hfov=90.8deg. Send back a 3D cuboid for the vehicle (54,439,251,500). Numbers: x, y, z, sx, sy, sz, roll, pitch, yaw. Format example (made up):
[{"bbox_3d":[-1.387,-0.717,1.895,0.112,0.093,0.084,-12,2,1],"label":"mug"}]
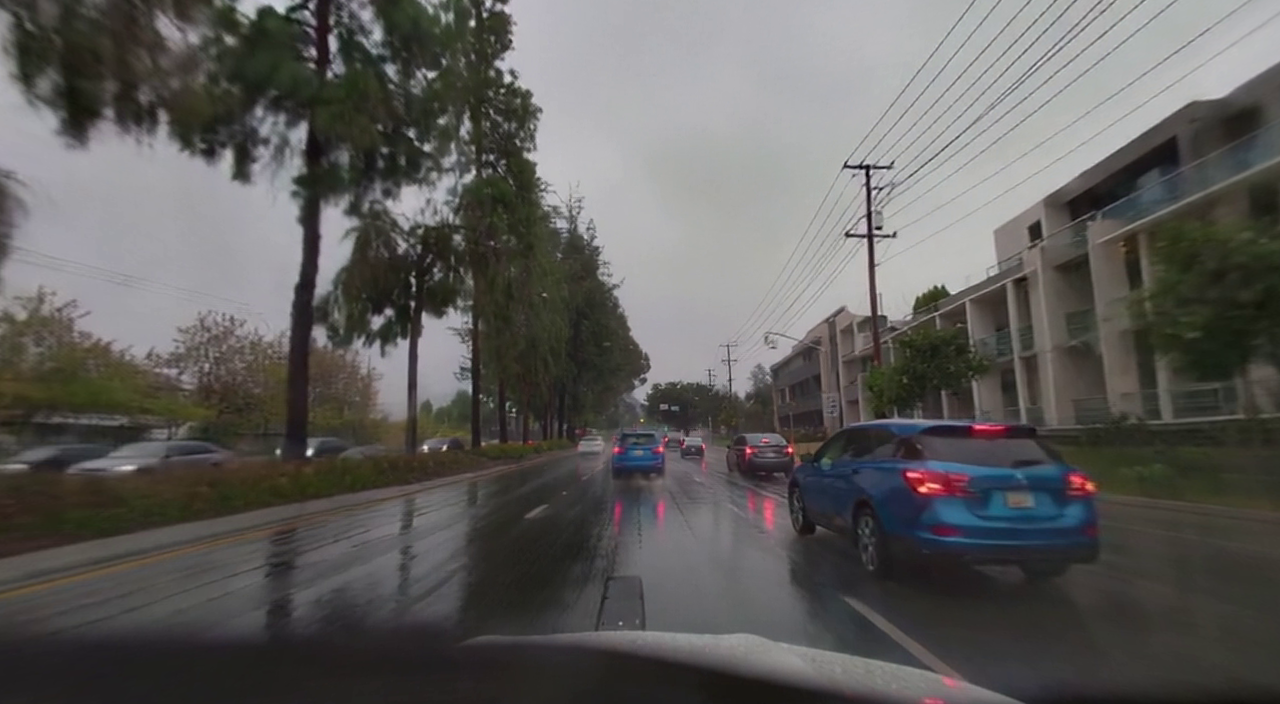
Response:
[{"bbox_3d":[-13.272,3.199,17.671,1.932,1.455,4.485,0,-8,0],"label":"vehicle"}]

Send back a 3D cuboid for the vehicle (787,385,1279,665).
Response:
[{"bbox_3d":[3.131,1.376,6.205,2.123,1.657,4.719,0,-8,-2],"label":"vehicle"}]

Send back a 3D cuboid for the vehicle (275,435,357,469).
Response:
[{"bbox_3d":[-17.068,5.291,33.607,1.905,1.634,4.617,0,-8,0],"label":"vehicle"}]

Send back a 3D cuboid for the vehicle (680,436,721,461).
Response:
[{"bbox_3d":[3.699,5.990,39.221,2.054,1.461,4.321,0,-8,-1],"label":"vehicle"}]

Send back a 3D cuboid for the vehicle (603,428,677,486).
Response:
[{"bbox_3d":[-0.018,3.262,19.846,2.073,1.606,3.933,0,-8,-1],"label":"vehicle"}]

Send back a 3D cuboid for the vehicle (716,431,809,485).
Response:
[{"bbox_3d":[3.825,3.403,20.573,2.086,1.534,4.351,0,-8,-1],"label":"vehicle"}]

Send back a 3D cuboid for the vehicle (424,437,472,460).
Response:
[{"bbox_3d":[-13.973,7.045,46.282,1.951,1.538,4.940,0,-8,1],"label":"vehicle"}]
